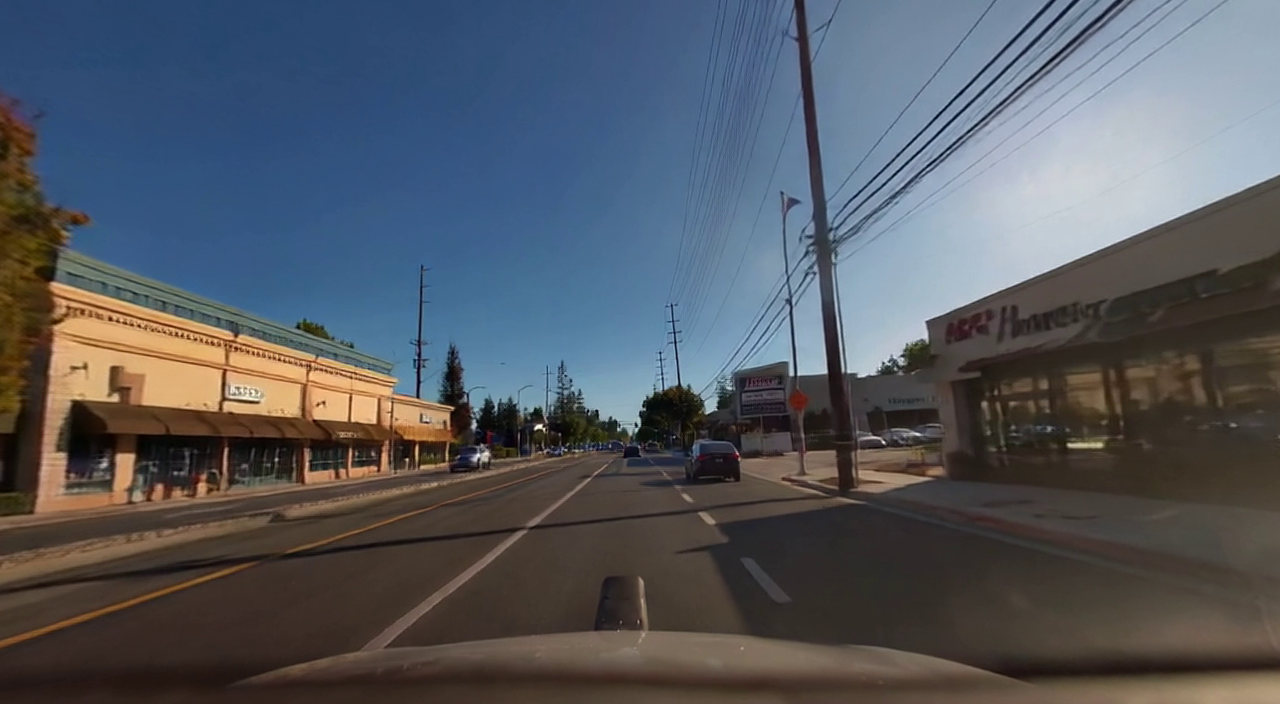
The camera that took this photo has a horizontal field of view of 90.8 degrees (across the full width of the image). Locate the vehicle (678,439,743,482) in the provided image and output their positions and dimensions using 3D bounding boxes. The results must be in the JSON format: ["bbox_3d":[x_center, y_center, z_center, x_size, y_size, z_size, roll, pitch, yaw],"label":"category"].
[{"bbox_3d":[2.612,4.107,24.190,1.975,1.497,3.647,0,-9,-1],"label":"vehicle"}]
